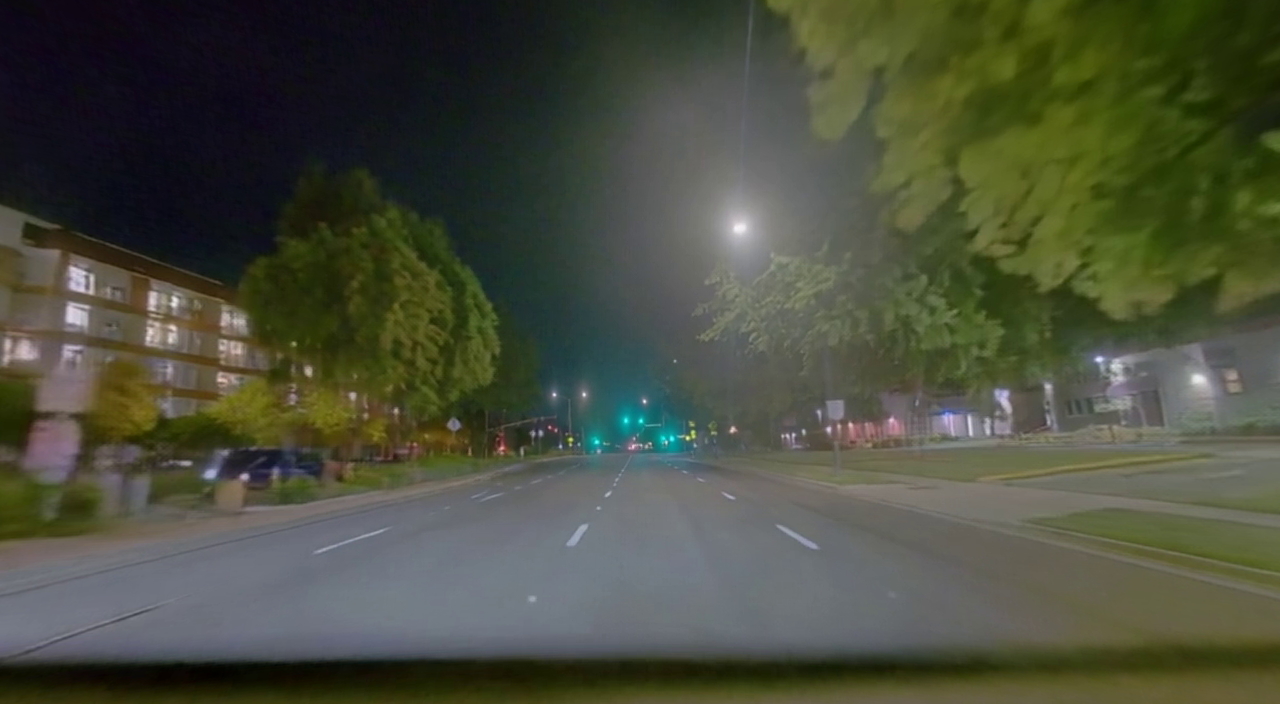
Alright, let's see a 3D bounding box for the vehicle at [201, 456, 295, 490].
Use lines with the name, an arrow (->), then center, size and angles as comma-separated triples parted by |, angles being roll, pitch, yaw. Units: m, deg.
vehicle -> -19.729, 6.069, 31.972 | 1.863, 1.486, 4.500 | 0, -9, 0
